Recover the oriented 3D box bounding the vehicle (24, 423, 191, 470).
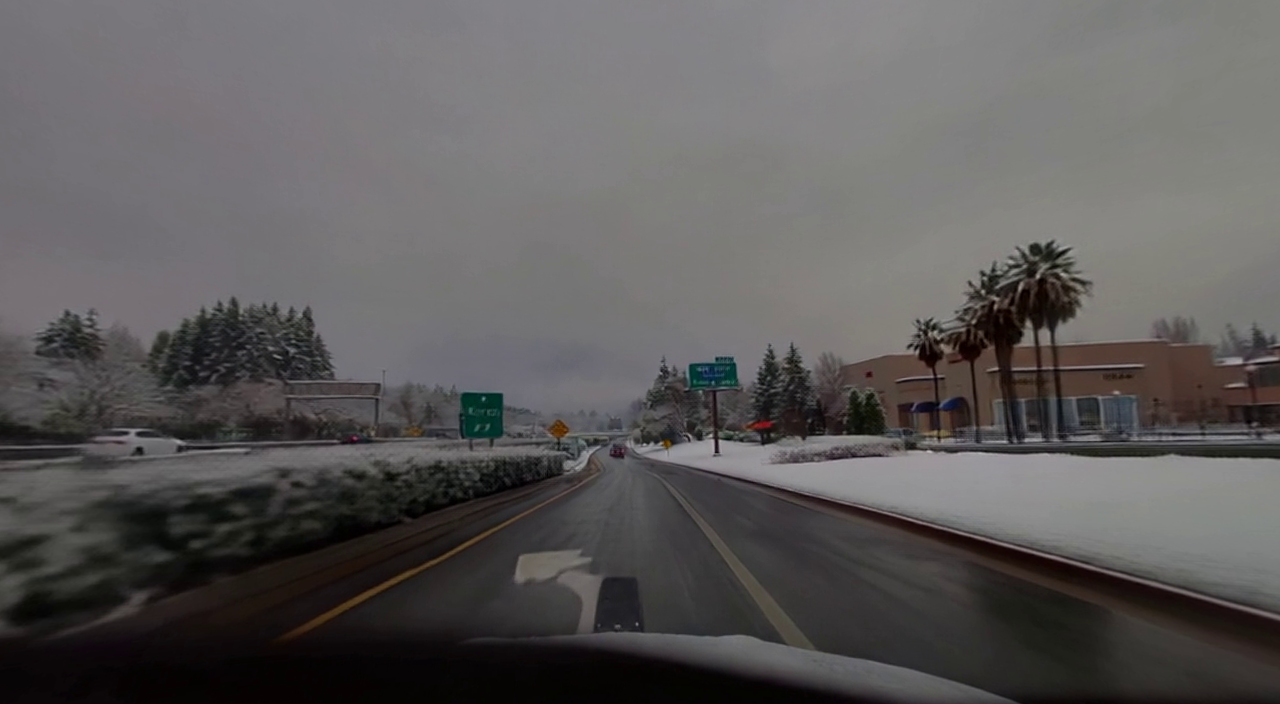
[{"bbox_3d":[-18.328,3.327,22.124,1.931,1.451,4.683,0,-9,-3],"label":"vehicle"}]
